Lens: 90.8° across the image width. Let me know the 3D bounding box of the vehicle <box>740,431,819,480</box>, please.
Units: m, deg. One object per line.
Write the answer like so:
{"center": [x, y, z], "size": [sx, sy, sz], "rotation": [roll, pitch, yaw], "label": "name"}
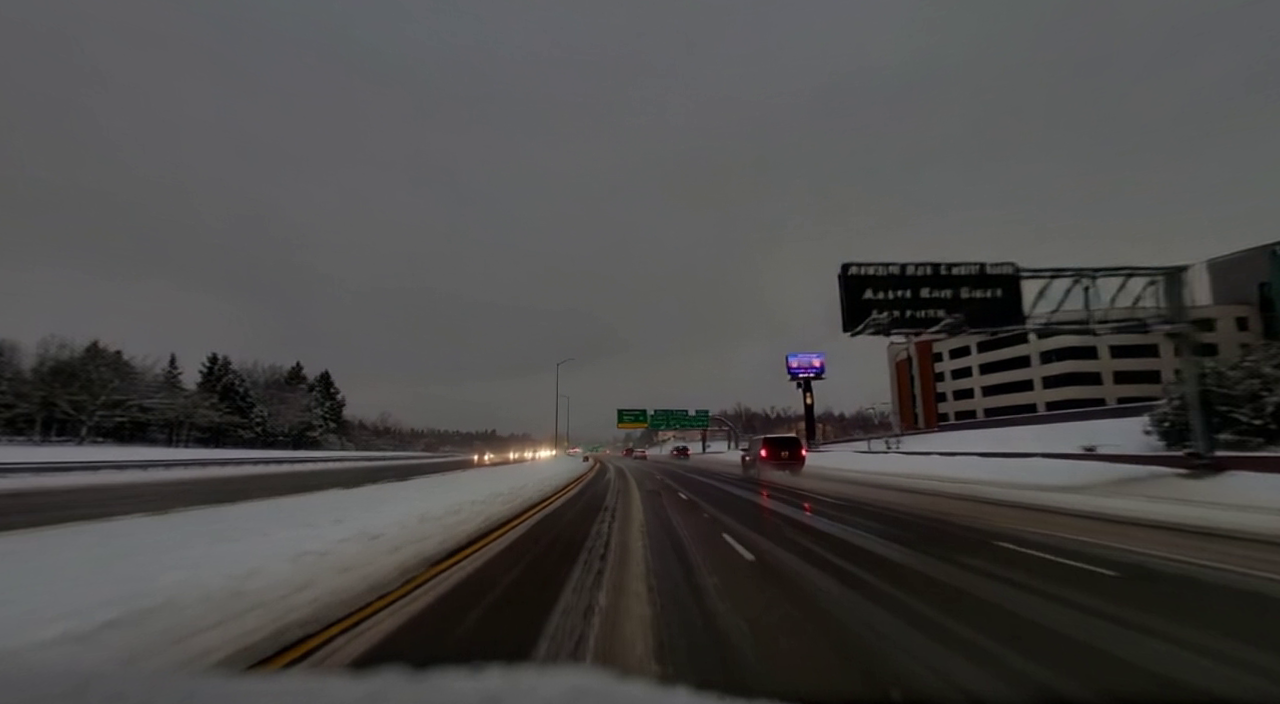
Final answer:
{"center": [5.983, 4.506, 27.820], "size": [2.181, 1.952, 4.973], "rotation": [0, -8, -2], "label": "vehicle"}
